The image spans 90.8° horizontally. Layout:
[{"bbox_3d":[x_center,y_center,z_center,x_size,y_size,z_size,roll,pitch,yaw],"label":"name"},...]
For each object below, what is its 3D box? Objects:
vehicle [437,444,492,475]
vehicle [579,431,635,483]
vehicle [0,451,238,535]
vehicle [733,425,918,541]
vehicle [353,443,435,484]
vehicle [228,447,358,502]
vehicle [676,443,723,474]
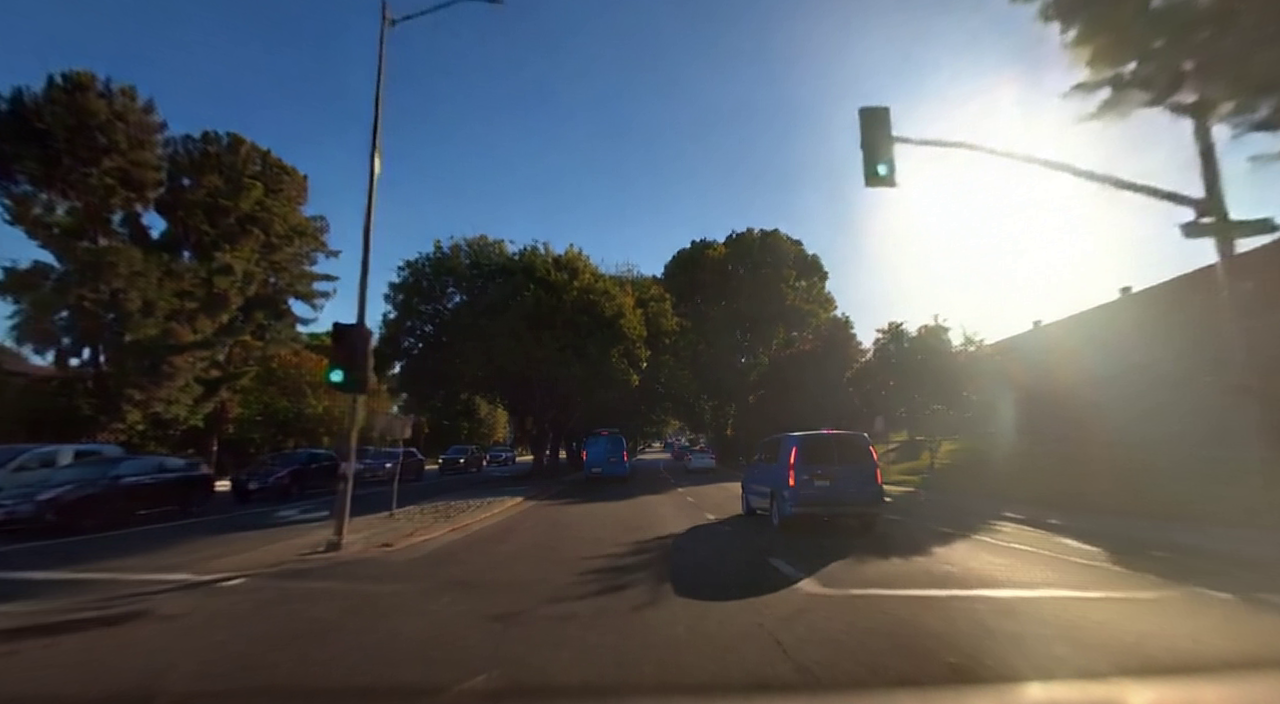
[{"bbox_3d":[-11.136,6.810,40.370,2.091,1.806,4.859,0,-9,0],"label":"vehicle"},{"bbox_3d":[-1.359,4.584,27.795,2.228,2.054,4.309,0,-9,0],"label":"vehicle"},{"bbox_3d":[-11.331,2.947,13.889,2.128,1.496,4.432,0,-9,-2],"label":"vehicle"},{"bbox_3d":[3.031,2.230,11.364,1.965,1.671,4.146,0,-9,-1],"label":"vehicle"},{"bbox_3d":[-10.996,4.977,28.566,1.988,1.689,4.047,0,-9,1],"label":"vehicle"},{"bbox_3d":[-11.279,3.954,20.921,1.956,1.625,4.123,0,-9,0],"label":"vehicle"},{"bbox_3d":[3.414,6.200,36.993,2.248,1.692,4.252,0,-9,-1],"label":"vehicle"}]
